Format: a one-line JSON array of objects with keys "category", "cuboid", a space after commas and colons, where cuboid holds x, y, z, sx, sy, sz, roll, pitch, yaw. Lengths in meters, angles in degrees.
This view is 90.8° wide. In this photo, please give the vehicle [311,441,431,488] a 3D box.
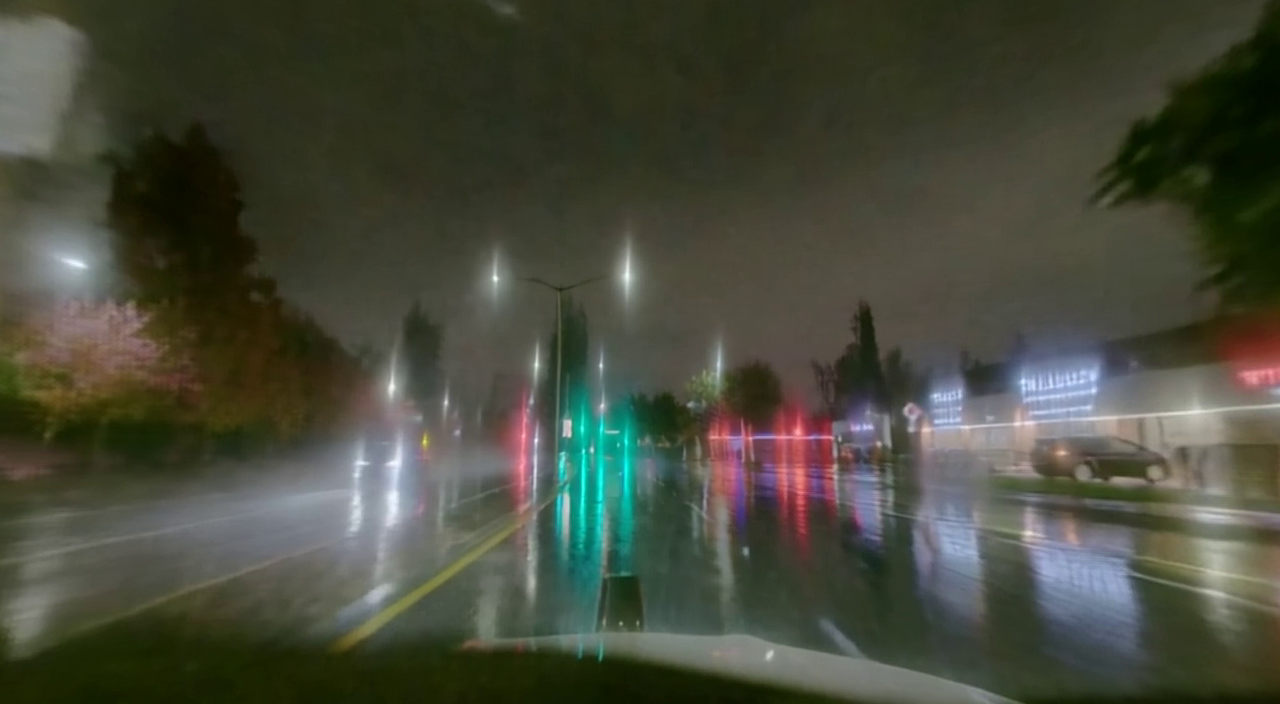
[{"category": "vehicle", "cuboid": [-9.266, 3.917, 22.269, 2.094, 1.485, 4.446, -1, -9, 3]}]

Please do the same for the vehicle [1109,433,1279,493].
[{"category": "vehicle", "cuboid": [17.731, 3.485, 19.703, 4.481, 1.685, 2.195, 1, -10, -3]}]

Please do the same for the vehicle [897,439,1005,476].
[{"category": "vehicle", "cuboid": [16.389, 5.564, 33.463, 4.660, 1.814, 2.099, 1, -9, -9]}]

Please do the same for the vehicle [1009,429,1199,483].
[{"category": "vehicle", "cuboid": [16.456, 3.710, 22.641, 4.919, 1.785, 2.460, 1, -9, -4]}]

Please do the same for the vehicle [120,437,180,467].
[{"category": "vehicle", "cuboid": [-32.603, 6.683, 42.206, 2.072, 1.840, 5.198, 4, -10, -26]}]
